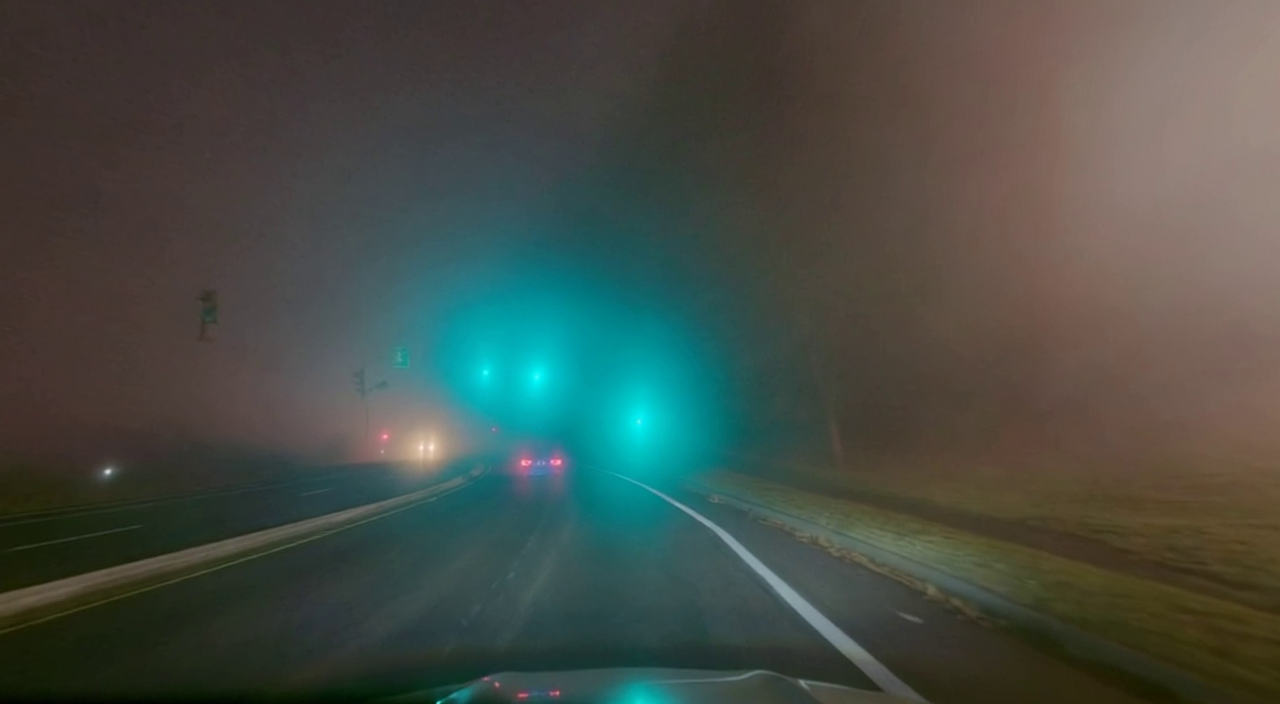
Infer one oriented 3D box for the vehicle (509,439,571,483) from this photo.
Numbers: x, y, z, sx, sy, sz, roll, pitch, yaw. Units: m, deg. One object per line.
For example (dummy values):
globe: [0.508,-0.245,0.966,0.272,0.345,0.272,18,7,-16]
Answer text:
vehicle: [-3.899,4.161,24.486,2.148,1.521,4.089,1,-8,-10]
